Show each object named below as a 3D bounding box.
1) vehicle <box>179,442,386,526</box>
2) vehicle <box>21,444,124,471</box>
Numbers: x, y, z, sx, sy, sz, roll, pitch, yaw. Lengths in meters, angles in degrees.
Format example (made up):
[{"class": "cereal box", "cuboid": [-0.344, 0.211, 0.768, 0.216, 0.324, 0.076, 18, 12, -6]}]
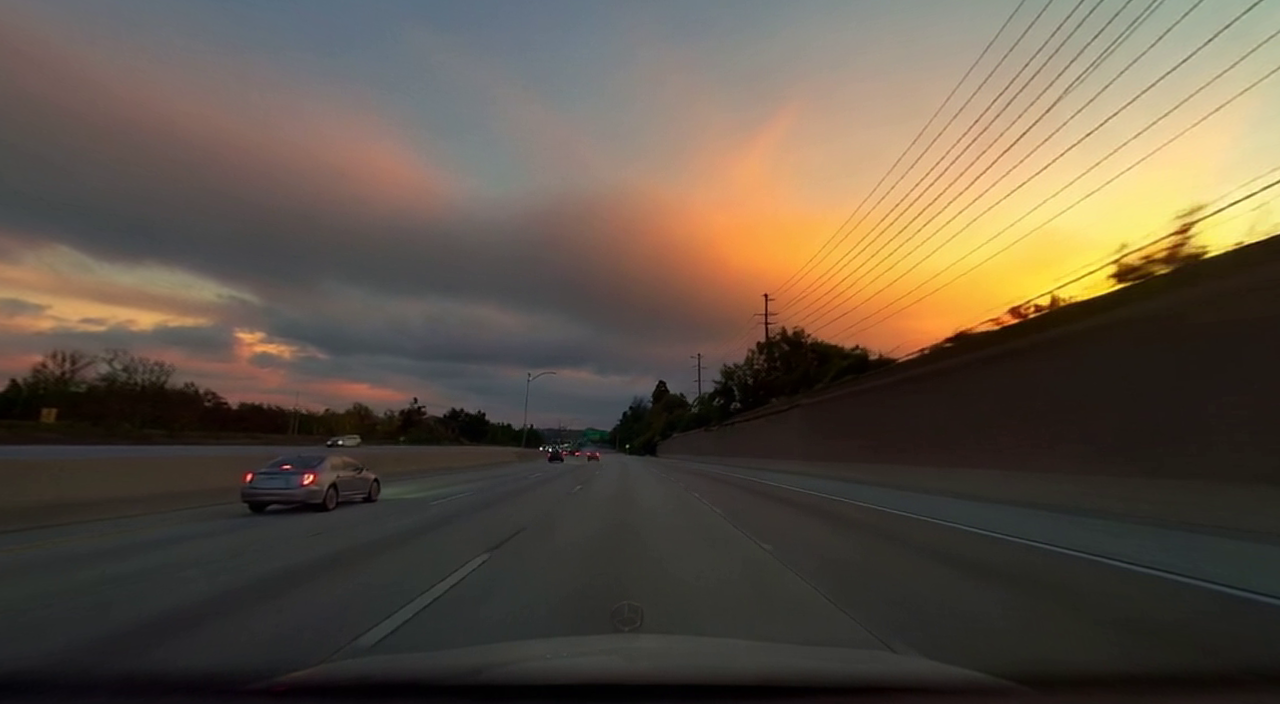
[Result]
[{"class": "vehicle", "cuboid": [-7.435, 2.760, 13.731, 1.999, 1.527, 4.238, 0, -9, 0]}, {"class": "vehicle", "cuboid": [-33.335, 6.205, 37.222, 1.816, 1.505, 4.663, 0, -9, -2]}]
